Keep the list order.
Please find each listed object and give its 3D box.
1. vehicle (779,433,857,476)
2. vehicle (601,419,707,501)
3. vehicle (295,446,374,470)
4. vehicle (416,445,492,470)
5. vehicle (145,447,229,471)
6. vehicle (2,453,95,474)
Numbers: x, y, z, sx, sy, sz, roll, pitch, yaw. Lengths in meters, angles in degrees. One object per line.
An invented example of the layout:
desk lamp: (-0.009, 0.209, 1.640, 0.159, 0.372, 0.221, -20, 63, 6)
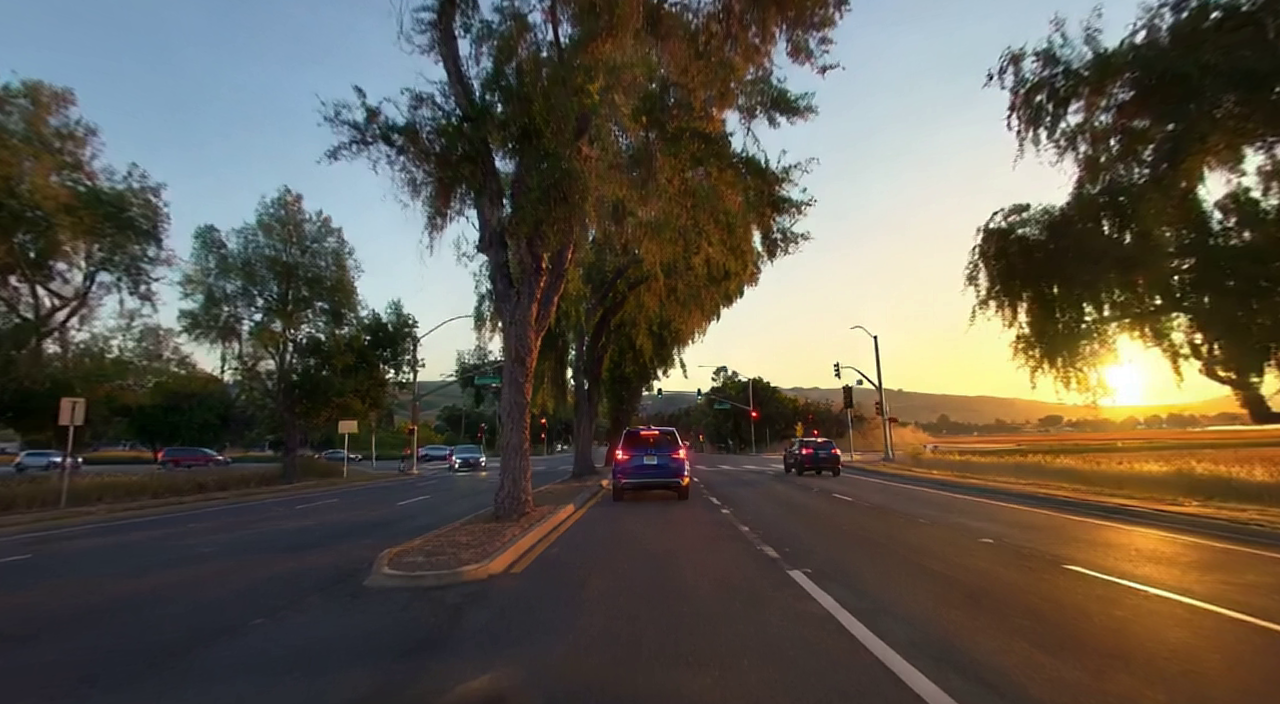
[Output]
vehicle: (7.407, 4.306, 26.710, 2.012, 1.636, 4.352, 0, -8, 0)
vehicle: (0.326, 2.672, 15.883, 2.298, 1.770, 4.138, 0, -8, 1)
vehicle: (-21.578, 7.468, 44.579, 4.510, 1.606, 2.192, -2, -8, 10)
vehicle: (-11.936, 6.687, 40.376, 4.707, 1.480, 2.425, -7, -11, 40)
vehicle: (-33.323, 7.899, 46.475, 4.608, 1.680, 2.026, -1, -8, 3)
vehicle: (-42.835, 8.081, 45.739, 4.559, 1.458, 2.265, -1, -8, 3)
